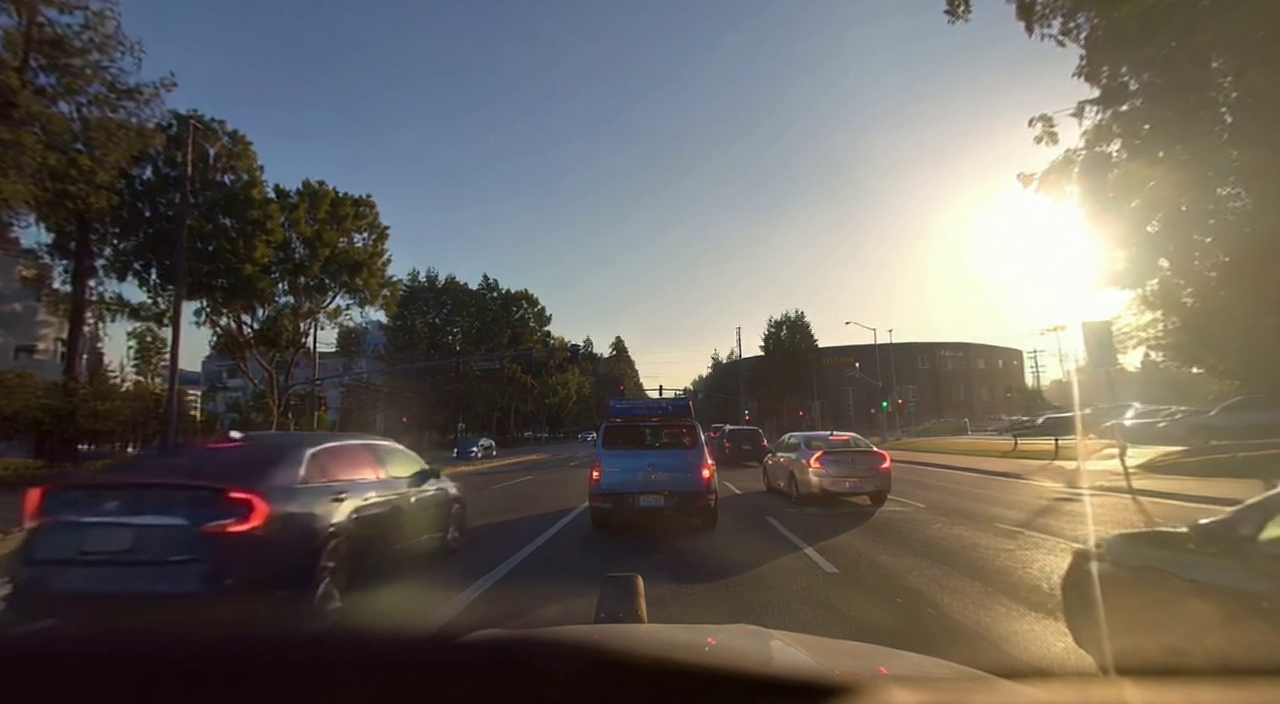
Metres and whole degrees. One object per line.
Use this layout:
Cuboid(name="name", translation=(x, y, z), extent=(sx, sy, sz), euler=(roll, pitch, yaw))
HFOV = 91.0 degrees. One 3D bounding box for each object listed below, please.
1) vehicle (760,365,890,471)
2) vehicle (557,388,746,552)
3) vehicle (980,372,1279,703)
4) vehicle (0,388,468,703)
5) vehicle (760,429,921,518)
Cuboid(name="vehicle", translation=(7.684, 3.102, 27.780), extent=(2.965, 3.900, 9.064), euler=(0, -9, 0))
Cuboid(name="vehicle", translation=(0.222, 1.718, 9.645), extent=(2.188, 1.892, 4.488), euler=(0, -9, 2))
Cuboid(name="vehicle", translation=(3.218, 0.789, 1.890), extent=(2.109, 1.500, 4.585), euler=(-1, -9, 5))
Cuboid(name="vehicle", translation=(-3.015, 1.233, 4.872), extent=(2.010, 1.515, 4.152), euler=(0, -9, 3))
Cuboid(name="vehicle", translation=(3.703, 2.324, 12.463), extent=(1.862, 1.451, 4.083), euler=(0, -9, 1))
